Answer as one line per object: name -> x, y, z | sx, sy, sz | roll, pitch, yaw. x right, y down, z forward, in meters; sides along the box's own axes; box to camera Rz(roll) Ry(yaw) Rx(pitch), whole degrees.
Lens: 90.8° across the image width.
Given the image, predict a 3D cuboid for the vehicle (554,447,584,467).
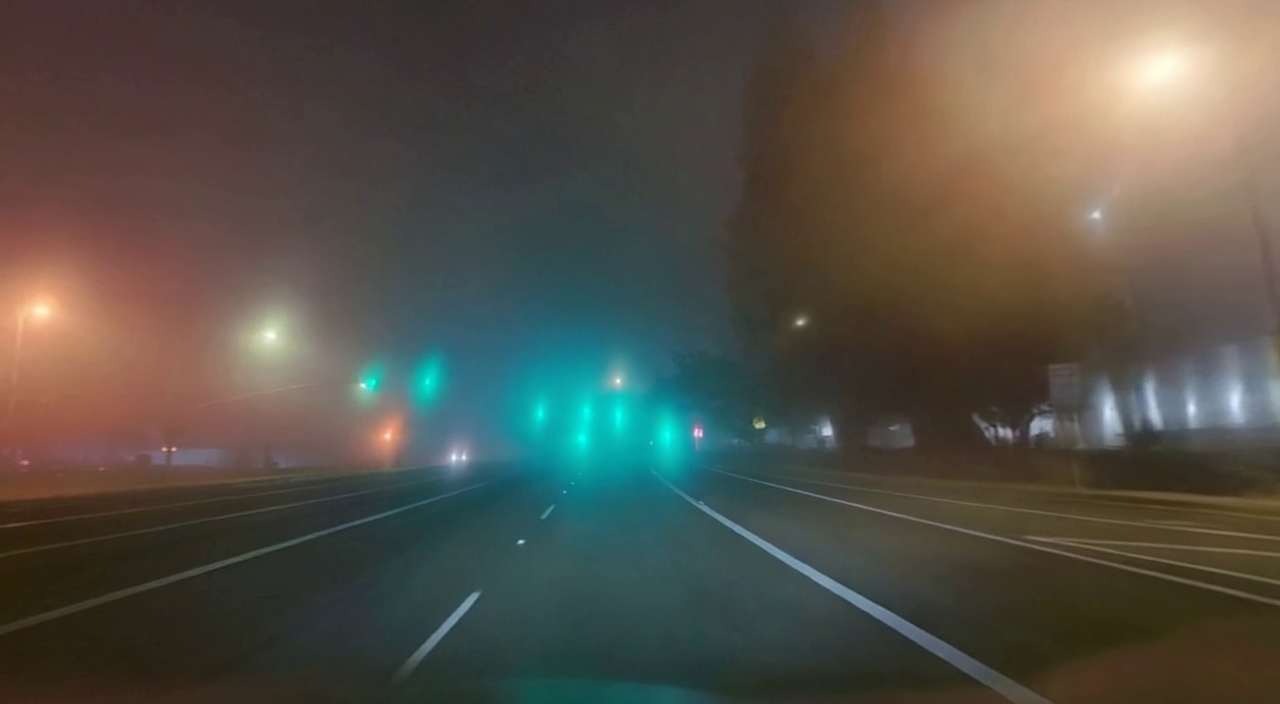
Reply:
vehicle -> -5.535, 8.208, 49.656 | 2.073, 1.445, 4.151 | 0, -8, -2
